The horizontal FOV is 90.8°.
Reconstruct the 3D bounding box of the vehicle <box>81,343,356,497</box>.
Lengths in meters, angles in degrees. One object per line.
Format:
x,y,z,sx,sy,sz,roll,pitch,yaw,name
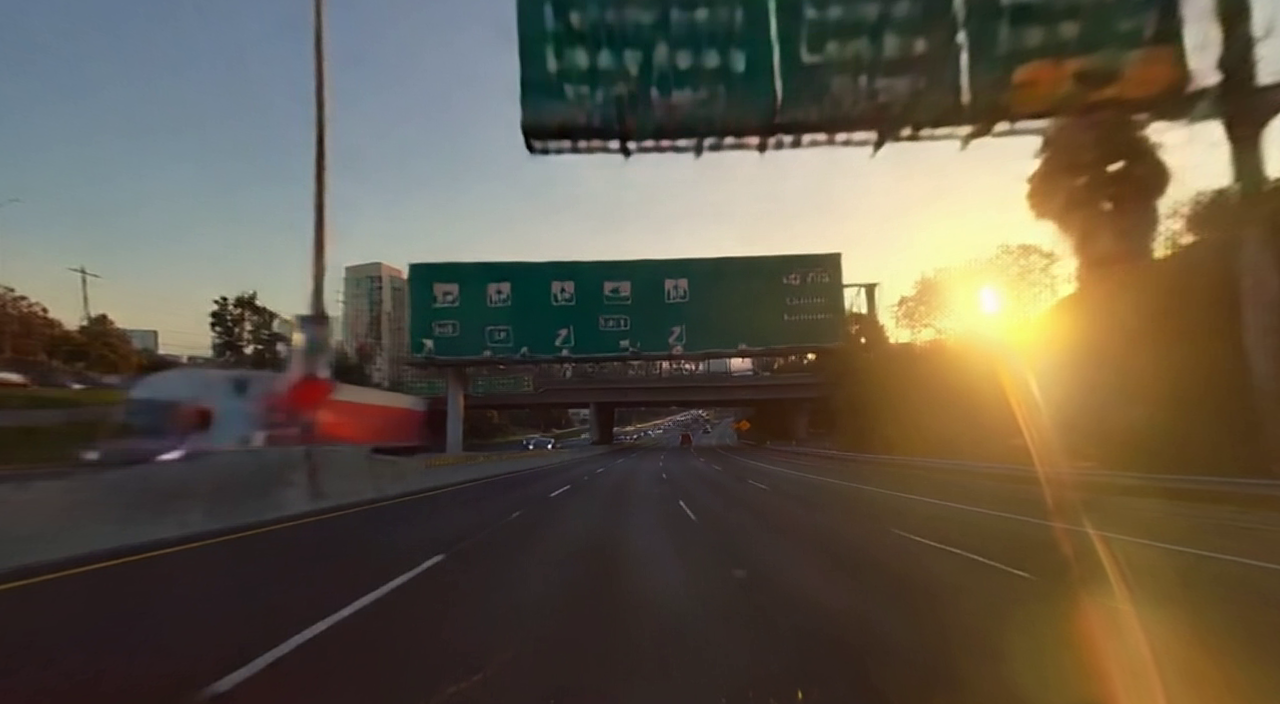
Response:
-12.630,2.329,20.342,3.010,3.944,8.280,0,-9,0,vehicle
